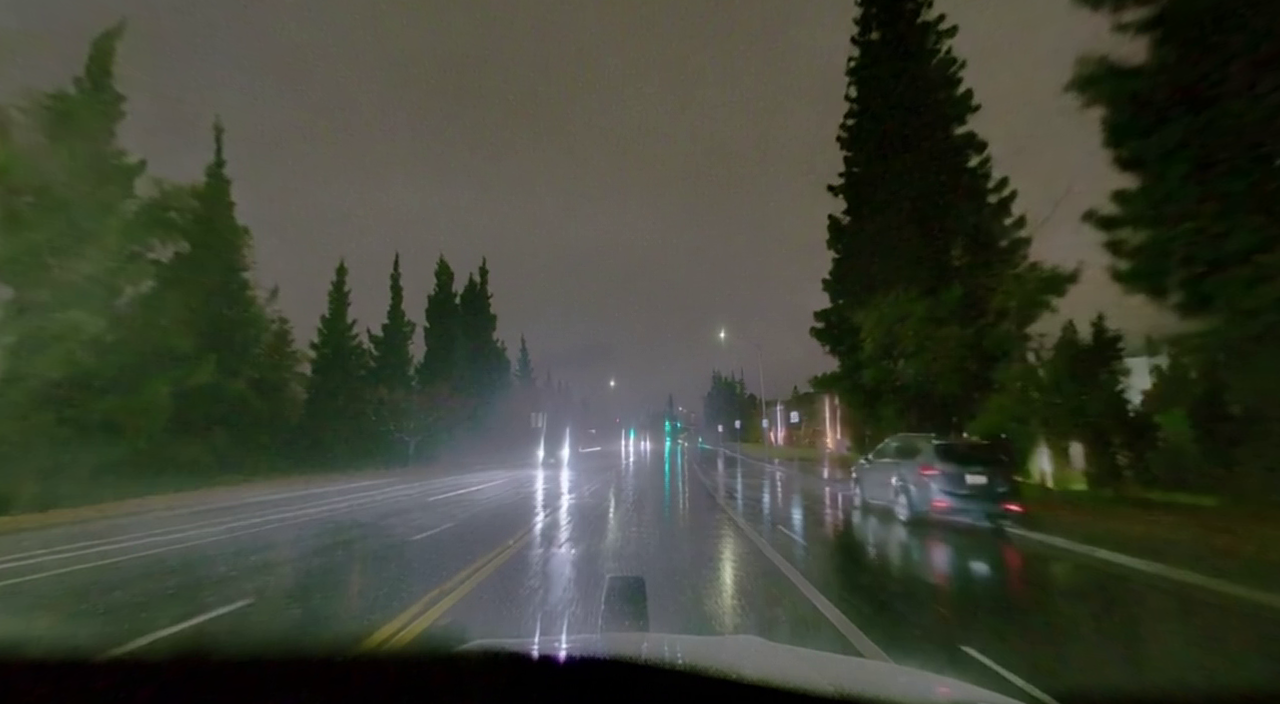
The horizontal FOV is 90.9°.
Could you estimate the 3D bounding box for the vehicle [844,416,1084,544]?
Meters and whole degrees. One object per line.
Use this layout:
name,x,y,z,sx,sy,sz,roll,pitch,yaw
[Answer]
vehicle,5.300,2.162,11.184,2.068,1.688,4.442,3,-9,2

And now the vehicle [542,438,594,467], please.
vehicle,-3.982,5.629,35.585,2.192,1.533,4.341,-1,-8,3
